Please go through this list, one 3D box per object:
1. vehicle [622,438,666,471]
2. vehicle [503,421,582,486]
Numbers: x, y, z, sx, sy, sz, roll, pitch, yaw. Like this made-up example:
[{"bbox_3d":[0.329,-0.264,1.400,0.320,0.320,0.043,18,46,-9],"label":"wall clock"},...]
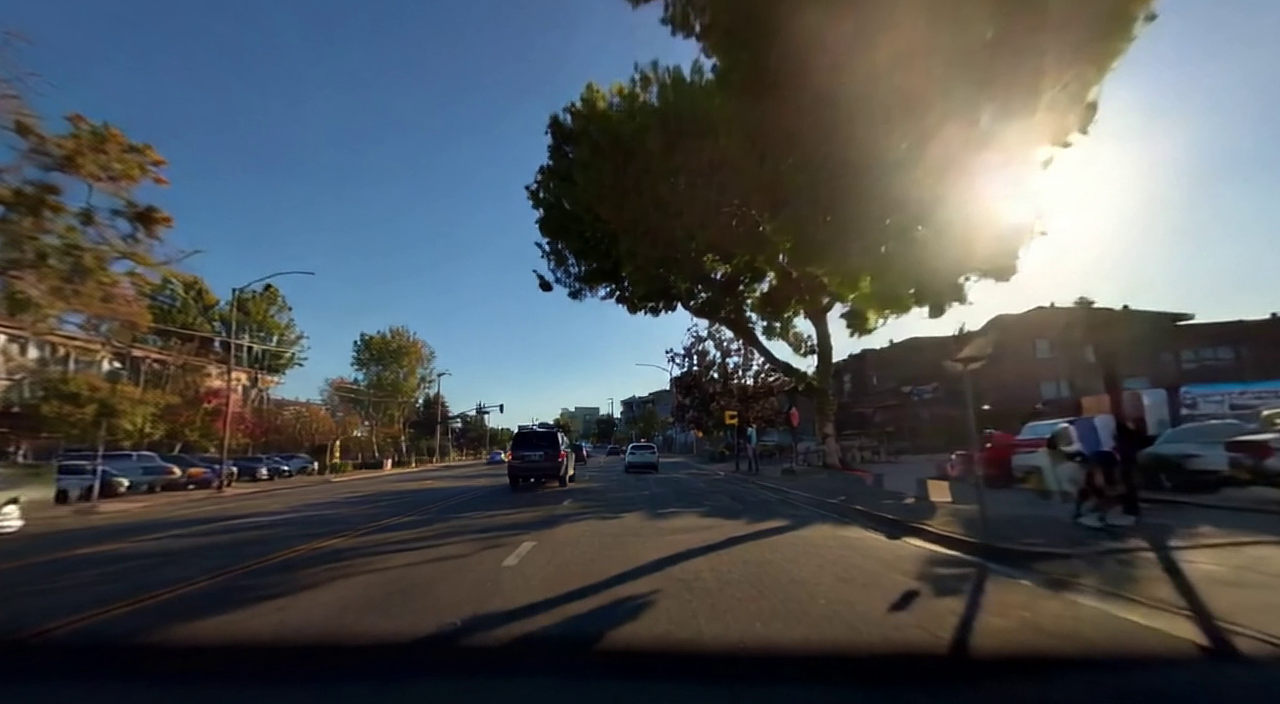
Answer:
[{"bbox_3d":[0.160,5.527,34.115,2.126,1.657,4.132,0,-9,-3],"label":"vehicle"},{"bbox_3d":[-3.445,3.732,23.355,2.213,2.123,5.124,0,-9,-1],"label":"vehicle"}]
